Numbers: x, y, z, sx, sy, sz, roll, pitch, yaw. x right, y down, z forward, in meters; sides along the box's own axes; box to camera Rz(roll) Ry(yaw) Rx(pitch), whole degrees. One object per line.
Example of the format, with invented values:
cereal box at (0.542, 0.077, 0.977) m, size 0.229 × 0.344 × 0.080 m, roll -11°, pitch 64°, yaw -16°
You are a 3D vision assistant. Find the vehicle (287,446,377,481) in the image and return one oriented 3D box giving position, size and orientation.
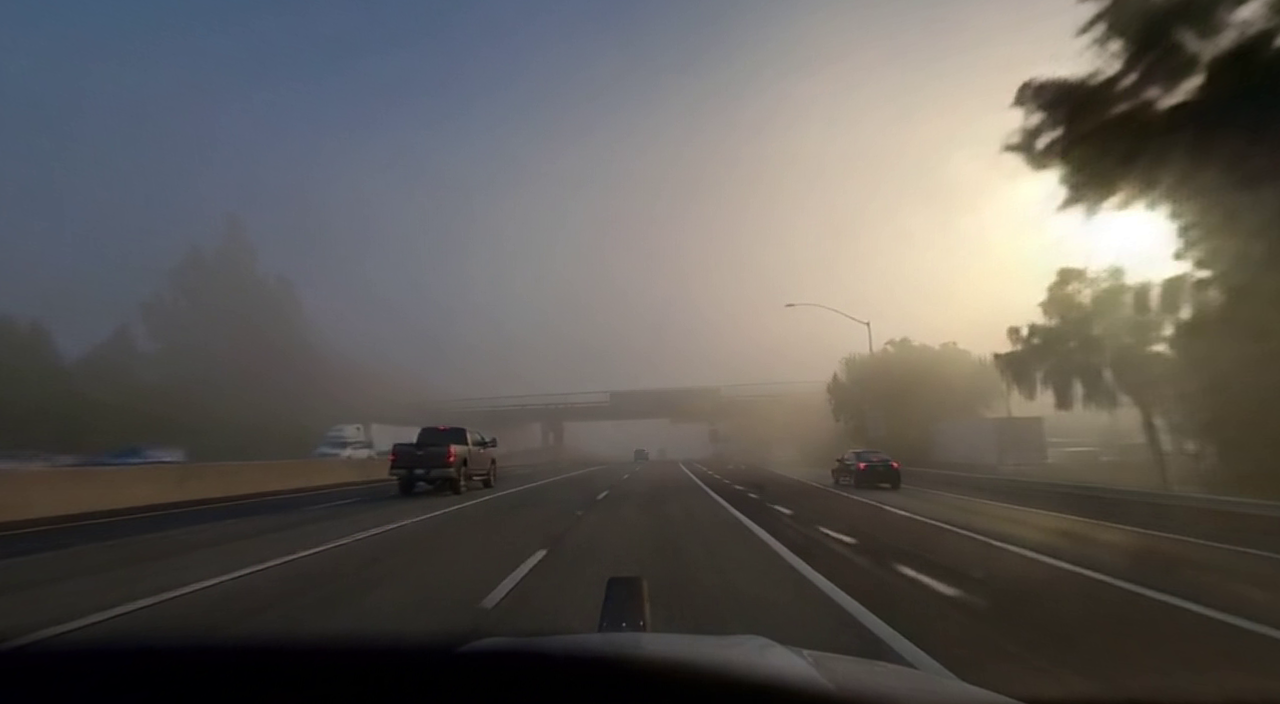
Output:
vehicle at (-15.347, 5.562, 31.773) m, size 2.049 × 1.564 × 4.596 m, roll 0°, pitch -8°, yaw 3°

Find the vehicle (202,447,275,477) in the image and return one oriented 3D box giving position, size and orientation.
vehicle at (-28.174, 7.701, 44.487) m, size 1.979 × 1.986 × 4.959 m, roll 0°, pitch -8°, yaw -1°

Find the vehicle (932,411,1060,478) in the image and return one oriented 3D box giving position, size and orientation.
vehicle at (20.947, 5.552, 37.905) m, size 3.022 × 3.547 × 8.645 m, roll -1°, pitch -8°, yaw 4°

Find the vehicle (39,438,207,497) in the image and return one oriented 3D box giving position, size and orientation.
vehicle at (-19.700, 4.381, 24.449) m, size 2.131 × 2.035 × 4.986 m, roll 0°, pitch -8°, yaw 2°

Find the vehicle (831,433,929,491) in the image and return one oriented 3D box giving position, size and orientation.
vehicle at (8.746, 4.022, 23.470) m, size 2.146 × 1.929 × 4.388 m, roll -1°, pitch -8°, yaw 4°

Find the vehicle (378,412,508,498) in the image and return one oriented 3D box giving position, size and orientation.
vehicle at (-6.065, 3.246, 20.278) m, size 2.264 × 2.379 × 5.248 m, roll 0°, pitch -8°, yaw 2°
